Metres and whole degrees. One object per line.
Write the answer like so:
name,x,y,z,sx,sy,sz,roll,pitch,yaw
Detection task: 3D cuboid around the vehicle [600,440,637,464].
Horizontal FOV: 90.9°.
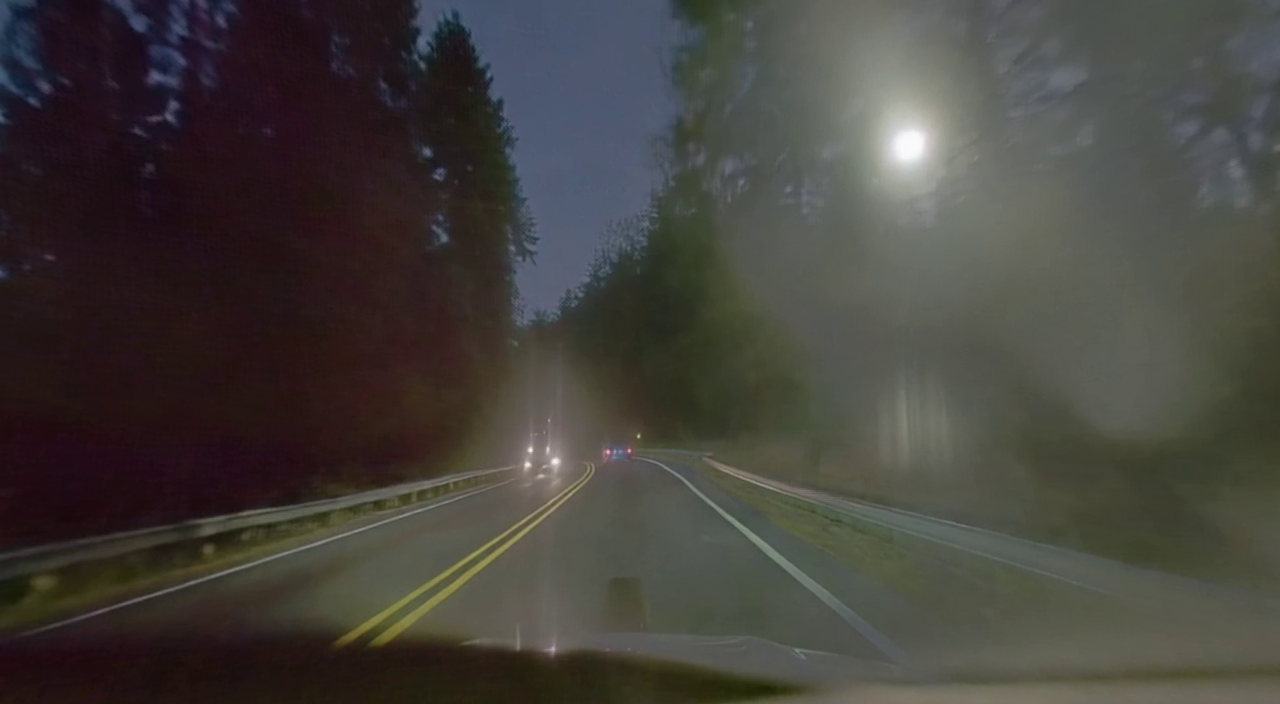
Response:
vehicle,-1.525,6.728,42.552,2.120,1.491,4.349,1,-8,-7

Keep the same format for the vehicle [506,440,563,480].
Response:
vehicle,-5.290,5.458,32.240,2.319,1.864,4.569,0,-8,-3
